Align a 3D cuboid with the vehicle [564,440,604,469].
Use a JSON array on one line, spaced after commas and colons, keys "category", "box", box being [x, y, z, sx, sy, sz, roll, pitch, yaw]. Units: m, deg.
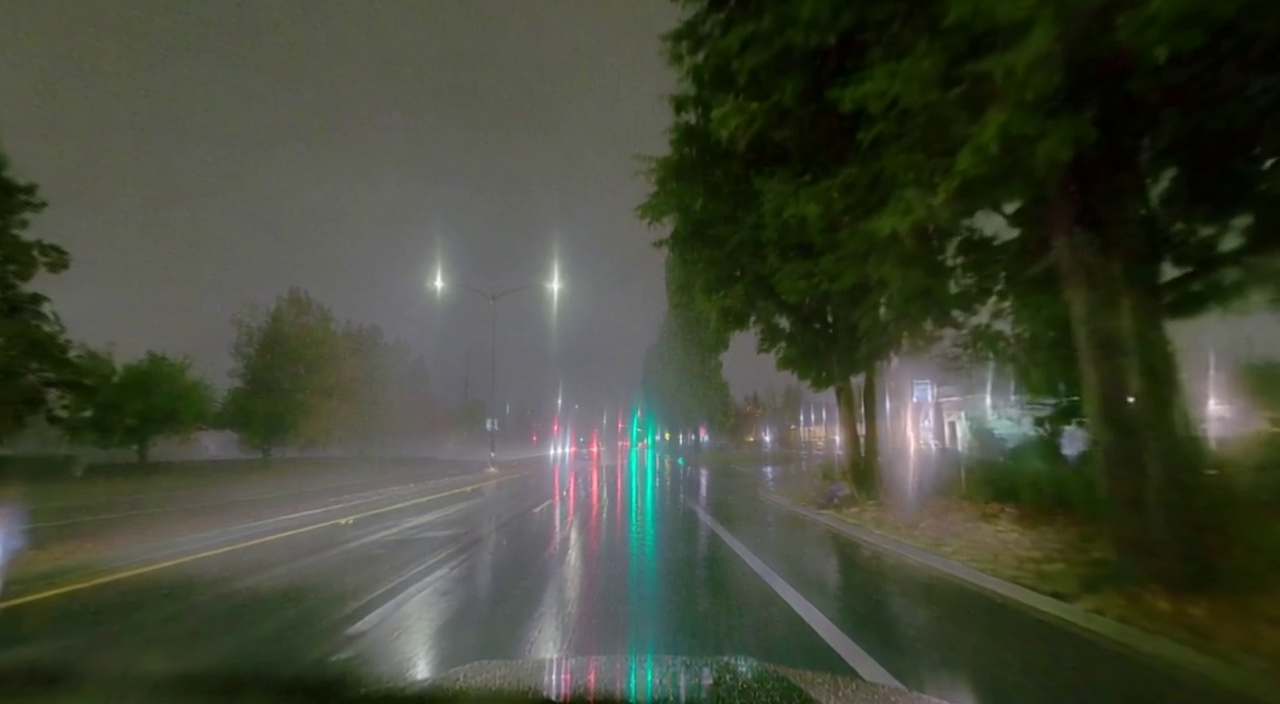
[{"category": "vehicle", "box": [-3.612, 6.709, 41.404, 2.179, 1.771, 4.267, 0, -9, 0]}]
